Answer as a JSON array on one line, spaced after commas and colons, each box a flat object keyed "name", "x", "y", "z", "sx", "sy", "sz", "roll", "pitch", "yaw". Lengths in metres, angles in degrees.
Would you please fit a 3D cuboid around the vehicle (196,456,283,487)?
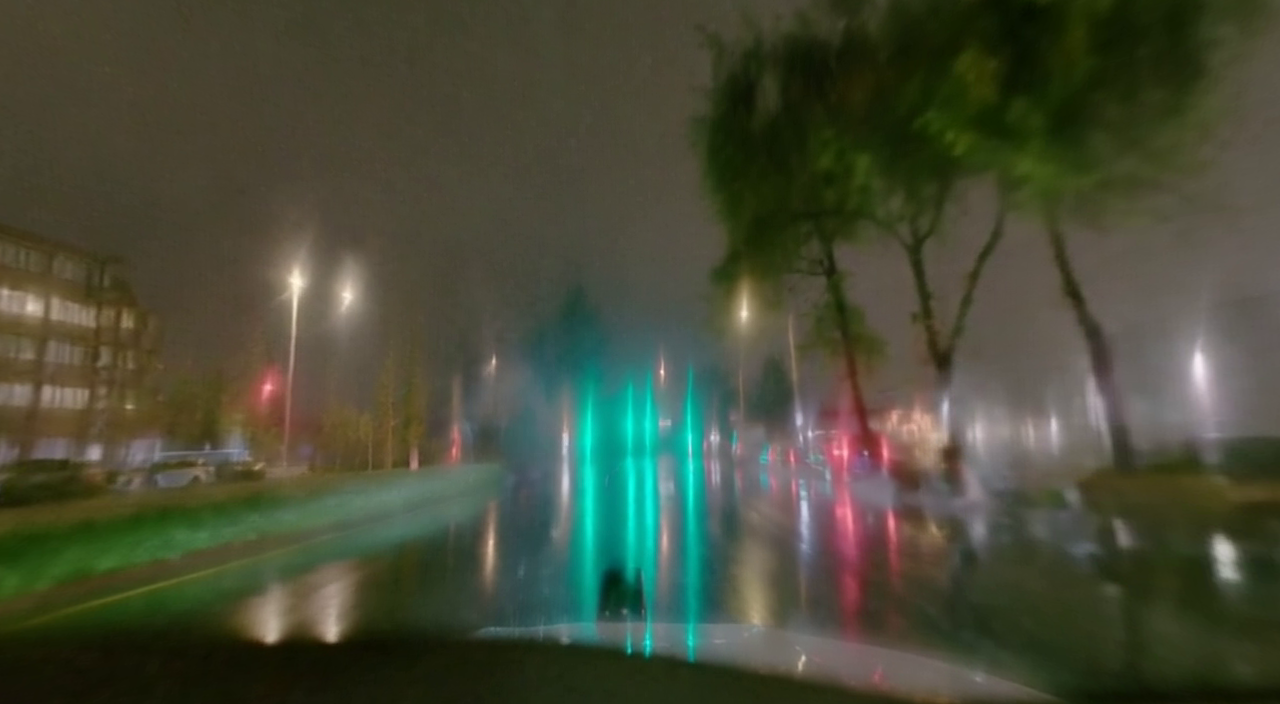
[{"name": "vehicle", "x": -22.060, "y": 6.570, "z": 34.980, "sx": 1.821, "sy": 1.496, "sz": 4.724, "roll": -1, "pitch": -8, "yaw": -1}]

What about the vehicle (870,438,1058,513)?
[{"name": "vehicle", "x": 7.250, "y": 2.788, "z": 14.818, "sx": 1.850, "sy": 1.448, "sz": 4.844, "roll": 0, "pitch": -8, "yaw": 0}]

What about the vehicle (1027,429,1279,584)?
[{"name": "vehicle", "x": 7.252, "y": 1.684, "z": 7.440, "sx": 2.196, "sy": 1.471, "sz": 4.999, "roll": 0, "pitch": -8, "yaw": 0}]

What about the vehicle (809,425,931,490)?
[{"name": "vehicle", "x": 7.272, "y": 3.402, "z": 20.582, "sx": 2.200, "sy": 1.860, "sz": 4.511, "roll": 0, "pitch": -8, "yaw": -1}]

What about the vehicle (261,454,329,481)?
[{"name": "vehicle", "x": -21.927, "y": 7.359, "z": 40.323, "sx": 1.922, "sy": 1.545, "sz": 4.178, "roll": -1, "pitch": -8, "yaw": 1}]

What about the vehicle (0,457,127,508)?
[{"name": "vehicle", "x": -22.174, "y": 4.793, "z": 23.633, "sx": 1.968, "sy": 1.615, "sz": 4.591, "roll": 0, "pitch": -8, "yaw": 0}]

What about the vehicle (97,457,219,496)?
[{"name": "vehicle", "x": -22.066, "y": 5.689, "z": 29.165, "sx": 1.909, "sy": 1.495, "sz": 4.786, "roll": -1, "pitch": -8, "yaw": -1}]
